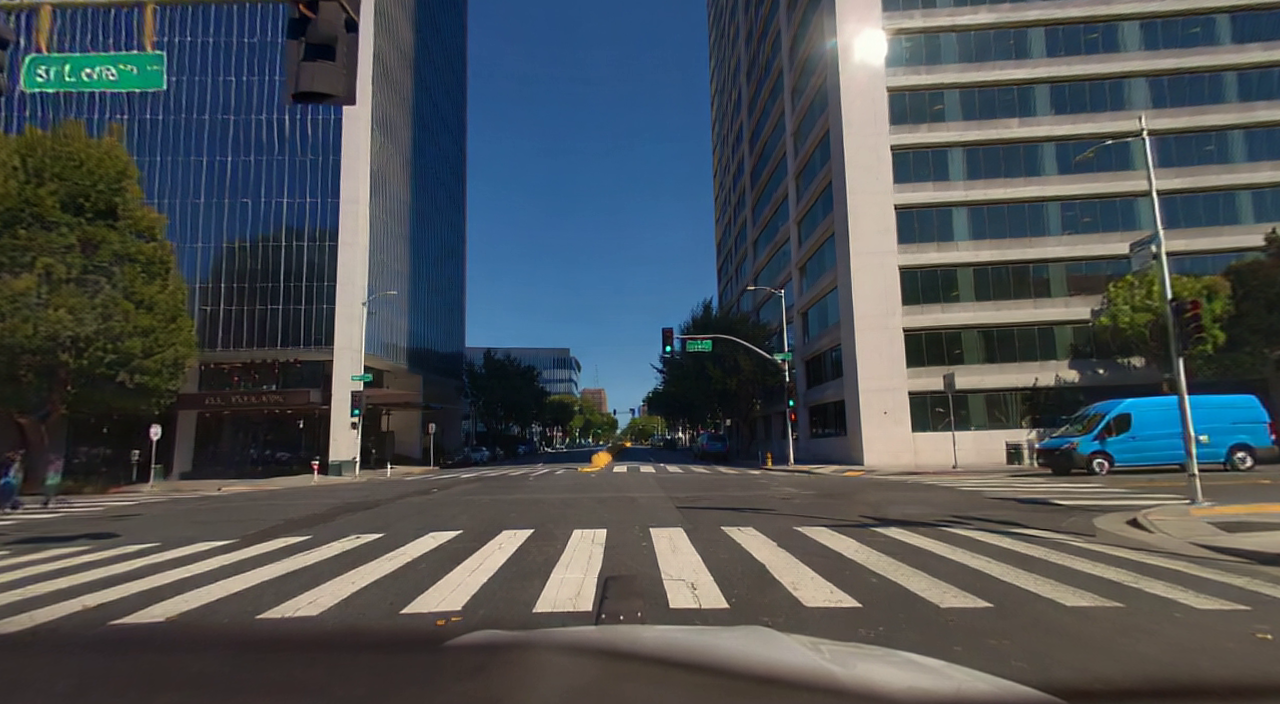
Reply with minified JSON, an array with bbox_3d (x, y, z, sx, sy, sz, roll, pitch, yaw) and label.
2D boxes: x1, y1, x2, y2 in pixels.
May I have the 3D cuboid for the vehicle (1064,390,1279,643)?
[{"bbox_3d":[5.658,1.137,4.270,2.070,1.804,4.881,0,-8,-1],"label":"vehicle"}]

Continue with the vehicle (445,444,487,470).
[{"bbox_3d":[-12.449,7.505,45.381,1.935,1.639,4.244,-3,-8,-2],"label":"vehicle"}]
